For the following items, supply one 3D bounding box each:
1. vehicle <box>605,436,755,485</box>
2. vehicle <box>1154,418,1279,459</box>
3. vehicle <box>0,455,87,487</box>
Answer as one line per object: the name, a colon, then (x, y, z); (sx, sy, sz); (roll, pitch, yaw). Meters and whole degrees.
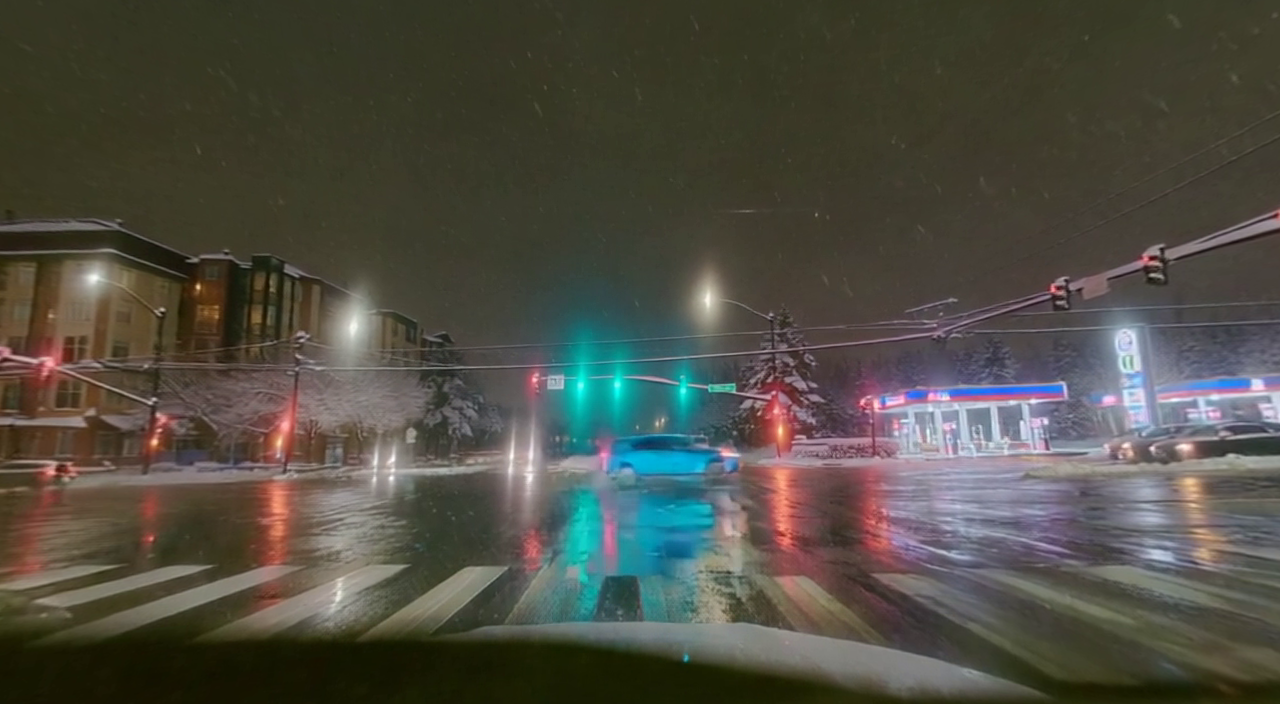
vehicle: (1.237, 3.419, 19.917); (4.488, 1.463, 1.888); (-1, -8, 4)
vehicle: (22.824, 3.295, 23.964); (4.696, 1.483, 1.898); (-1, -8, 3)
vehicle: (-39.288, 7.567, 40.237); (5.789, 1.893, 2.169); (-1, -8, 3)
